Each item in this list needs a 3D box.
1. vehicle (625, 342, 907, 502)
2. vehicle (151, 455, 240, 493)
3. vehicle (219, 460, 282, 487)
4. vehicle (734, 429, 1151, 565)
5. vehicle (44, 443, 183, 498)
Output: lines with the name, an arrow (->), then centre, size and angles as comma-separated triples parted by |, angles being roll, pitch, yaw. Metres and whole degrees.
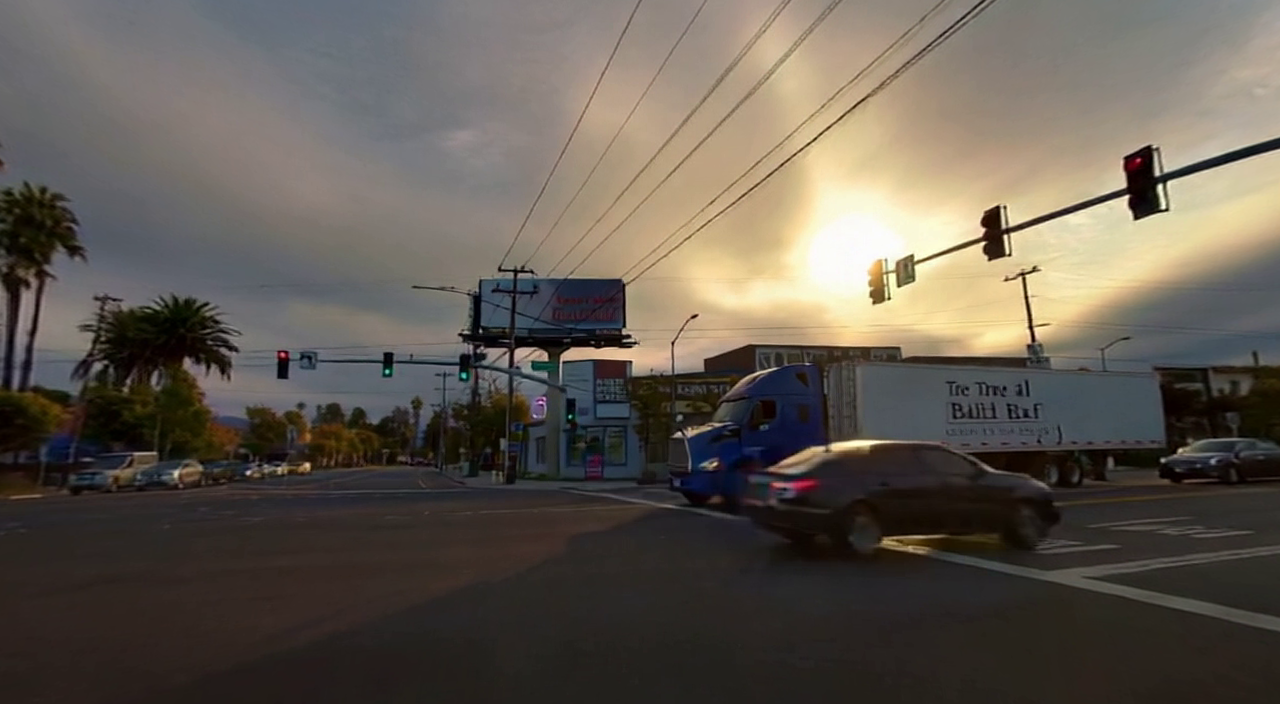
vehicle -> 3.873, 2.251, 20.008 | 8.167, 4.352, 3.029 | 2, -9, -18
vehicle -> -23.239, 6.370, 33.331 | 2.028, 1.744, 4.876 | 1, -9, -12
vehicle -> -25.310, 7.860, 41.322 | 1.834, 1.521, 4.970 | 1, -9, -12
vehicle -> 4.109, 1.856, 8.811 | 5.114, 1.492, 2.040 | 2, -9, -17
vehicle -> -27.747, 6.213, 33.775 | 2.989, 2.573, 6.053 | 1, -9, -11
